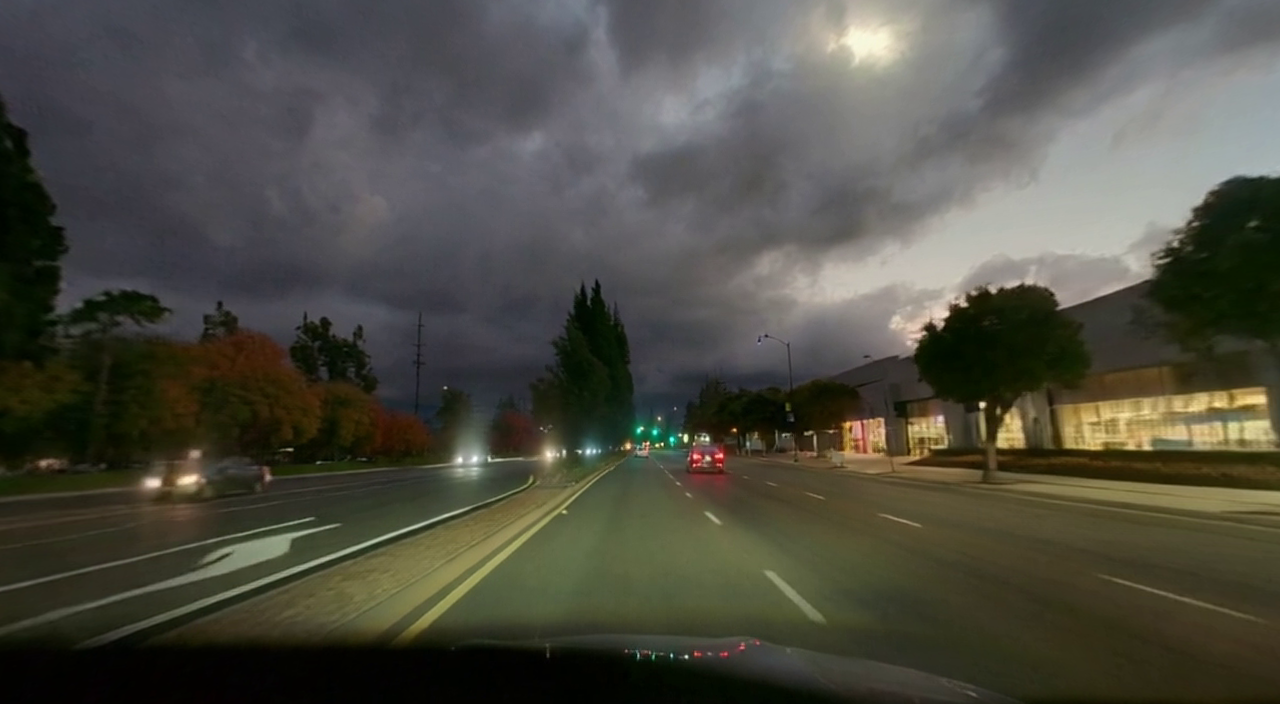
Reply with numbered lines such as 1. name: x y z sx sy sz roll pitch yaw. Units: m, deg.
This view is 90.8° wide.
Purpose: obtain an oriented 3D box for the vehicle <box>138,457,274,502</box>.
1. vehicle: -16.335 4.786 24.134 1.944 1.482 4.504 0 -9 0

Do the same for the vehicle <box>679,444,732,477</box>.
1. vehicle: 3.086 5.203 30.622 1.983 1.482 4.463 0 -9 -1
